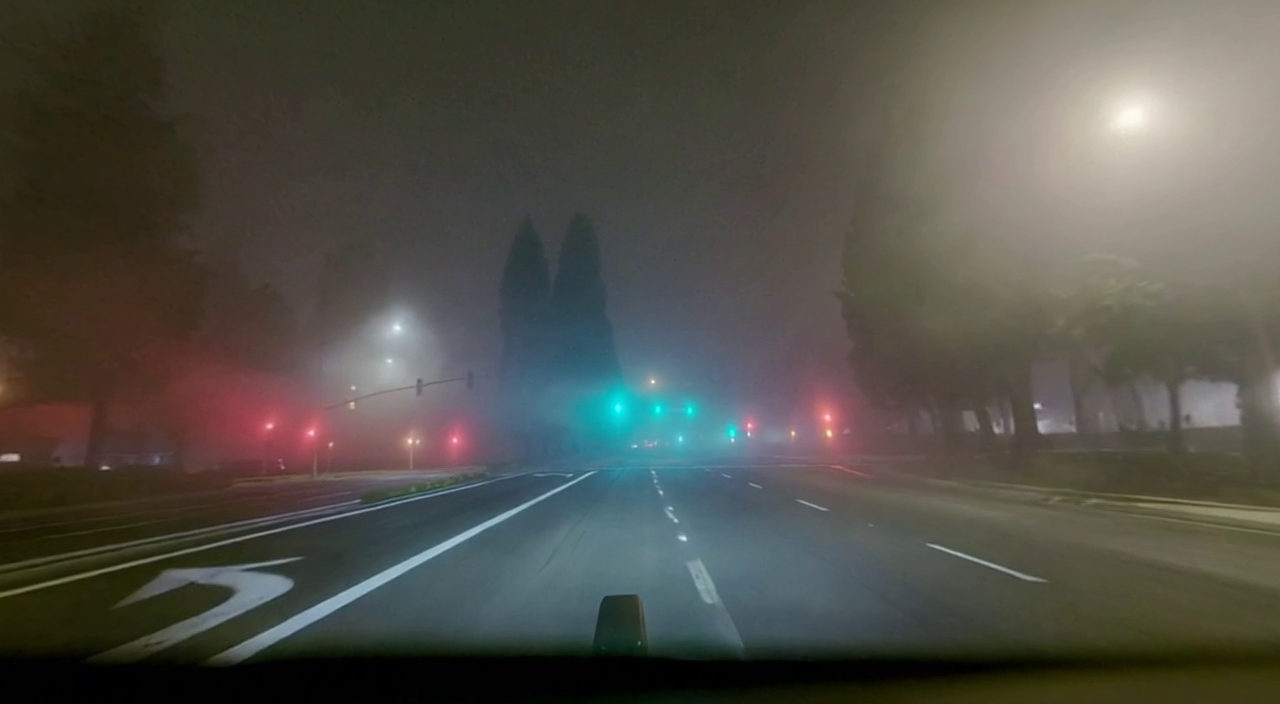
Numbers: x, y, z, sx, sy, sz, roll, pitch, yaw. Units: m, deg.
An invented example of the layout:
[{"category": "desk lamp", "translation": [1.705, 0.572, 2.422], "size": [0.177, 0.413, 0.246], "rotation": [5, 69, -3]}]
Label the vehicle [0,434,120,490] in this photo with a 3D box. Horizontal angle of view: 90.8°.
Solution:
[{"category": "vehicle", "translation": [-42.666, 7.724, 44.912], "size": [2.967, 3.537, 10.275], "rotation": [0, -9, -2]}]
